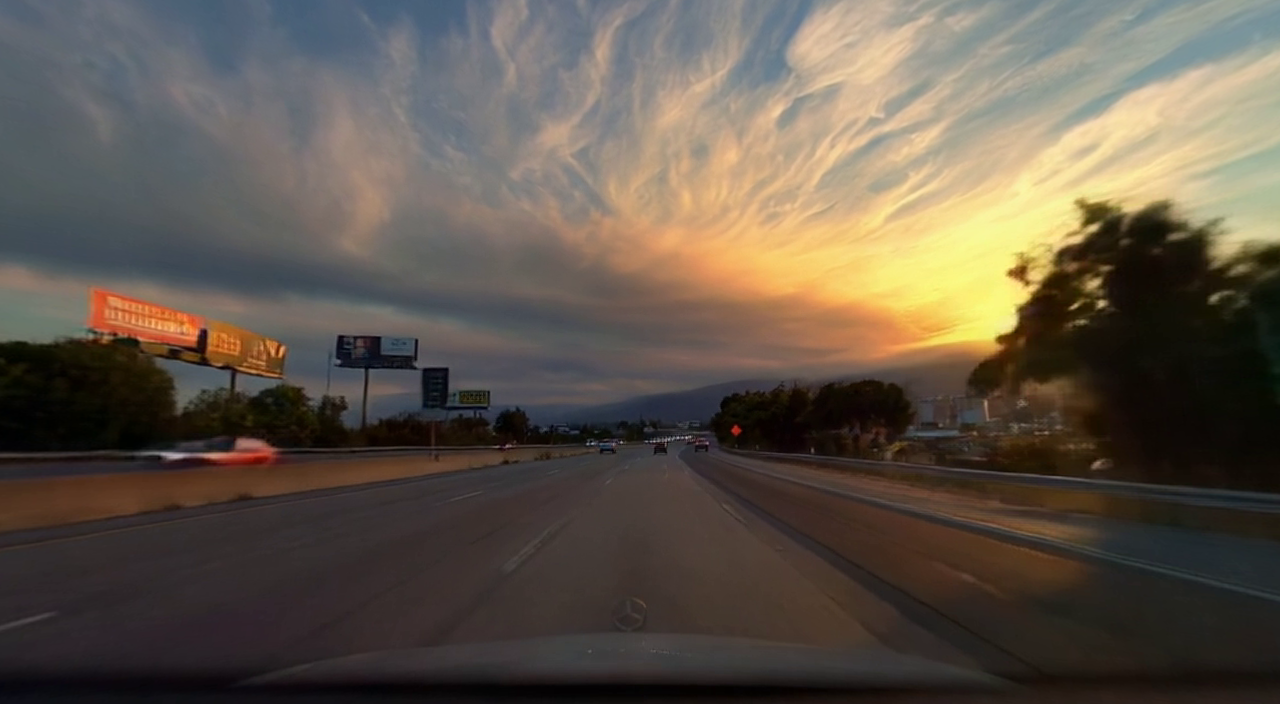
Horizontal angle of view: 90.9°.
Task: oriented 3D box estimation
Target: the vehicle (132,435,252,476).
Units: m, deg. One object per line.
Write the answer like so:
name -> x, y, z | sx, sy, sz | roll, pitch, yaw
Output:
vehicle -> -17.066, 3.966, 24.263 | 1.768, 1.431, 3.605 | 0, -8, 4
